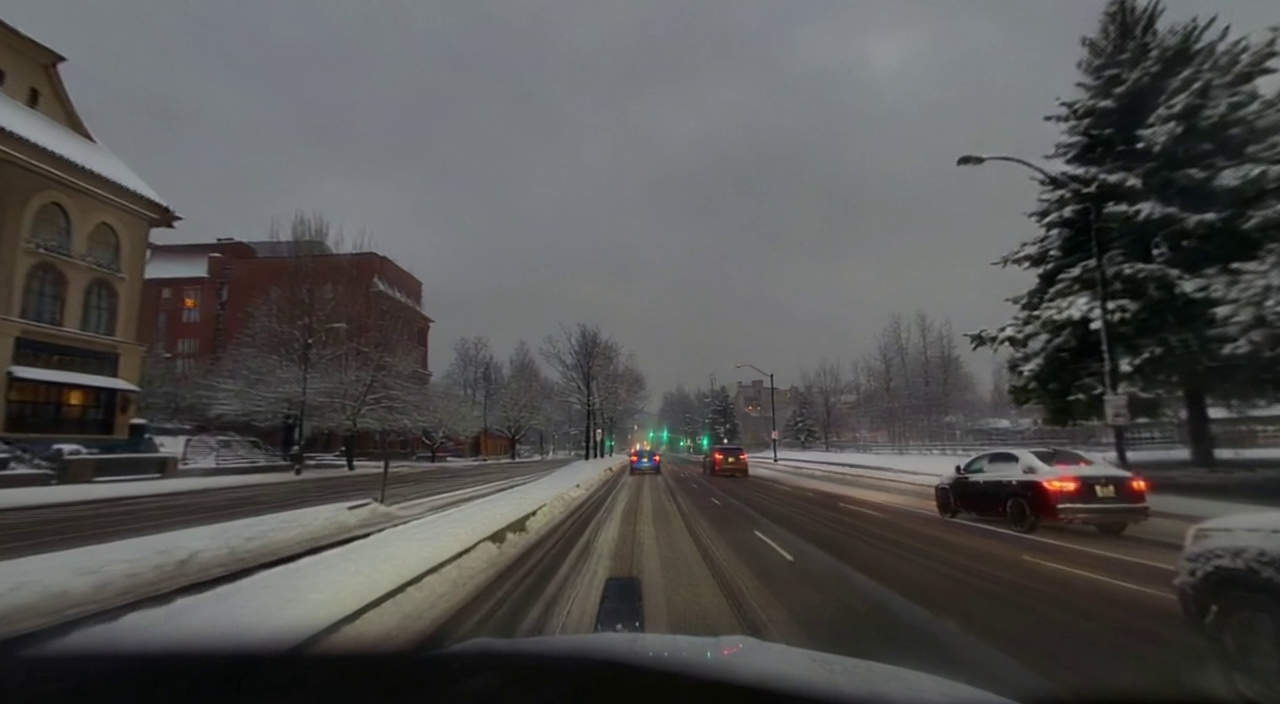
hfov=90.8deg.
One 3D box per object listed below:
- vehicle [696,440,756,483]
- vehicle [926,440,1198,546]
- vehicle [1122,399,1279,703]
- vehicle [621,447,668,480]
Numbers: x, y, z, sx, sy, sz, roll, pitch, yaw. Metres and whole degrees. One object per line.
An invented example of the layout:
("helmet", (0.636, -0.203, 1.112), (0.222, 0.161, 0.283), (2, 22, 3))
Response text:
("vehicle", (3.784, 4.917, 28.650), (2.036, 1.757, 4.300), (0, -9, -1))
("vehicle", (7.025, 2.360, 11.234), (1.868, 1.472, 4.274), (1, -9, 0))
("vehicle", (3.791, 0.809, 1.693), (1.937, 1.538, 3.832), (0, -9, 0))
("vehicle", (0.216, 5.253, 29.951), (2.054, 1.446, 3.969), (0, -9, 1))
